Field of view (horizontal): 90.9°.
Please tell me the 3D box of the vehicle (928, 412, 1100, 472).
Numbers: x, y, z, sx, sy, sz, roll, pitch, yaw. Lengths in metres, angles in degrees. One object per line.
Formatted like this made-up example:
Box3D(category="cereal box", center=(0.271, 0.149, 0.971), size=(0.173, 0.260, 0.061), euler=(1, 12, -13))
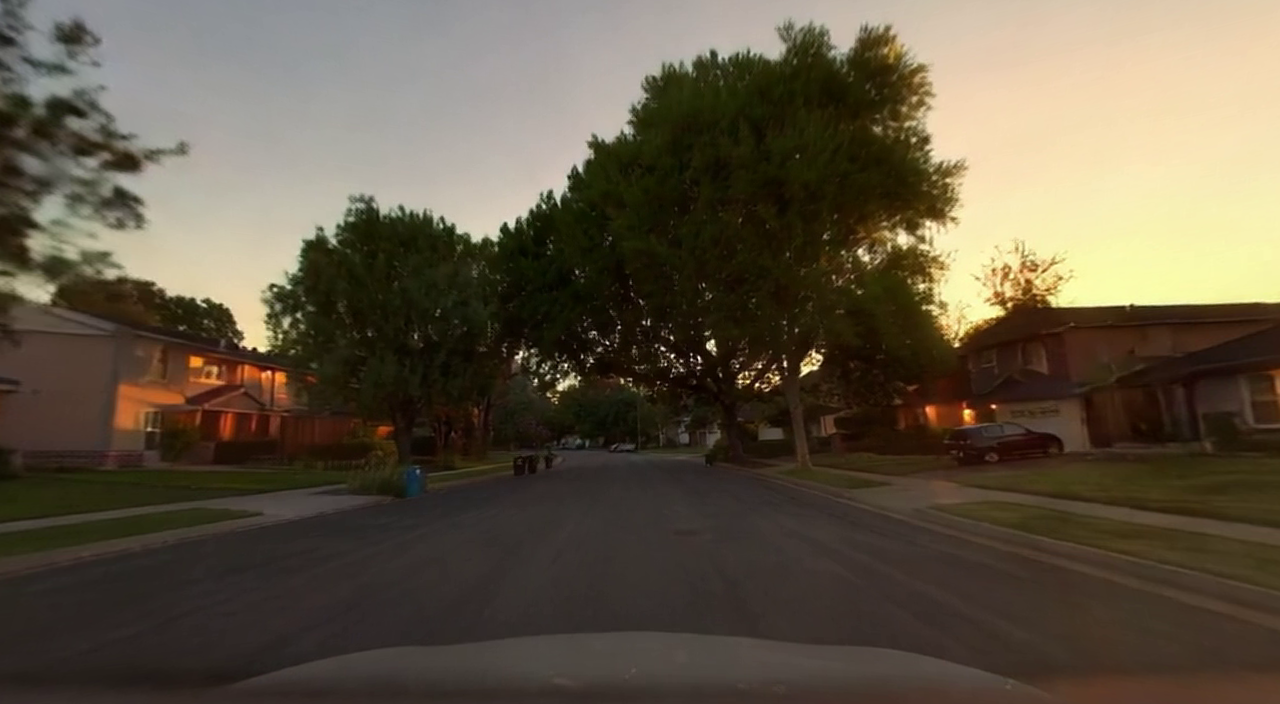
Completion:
Box3D(category="vehicle", center=(12.436, 3.031, 21.157), size=(4.581, 1.853, 2.024), euler=(2, -8, -7))
